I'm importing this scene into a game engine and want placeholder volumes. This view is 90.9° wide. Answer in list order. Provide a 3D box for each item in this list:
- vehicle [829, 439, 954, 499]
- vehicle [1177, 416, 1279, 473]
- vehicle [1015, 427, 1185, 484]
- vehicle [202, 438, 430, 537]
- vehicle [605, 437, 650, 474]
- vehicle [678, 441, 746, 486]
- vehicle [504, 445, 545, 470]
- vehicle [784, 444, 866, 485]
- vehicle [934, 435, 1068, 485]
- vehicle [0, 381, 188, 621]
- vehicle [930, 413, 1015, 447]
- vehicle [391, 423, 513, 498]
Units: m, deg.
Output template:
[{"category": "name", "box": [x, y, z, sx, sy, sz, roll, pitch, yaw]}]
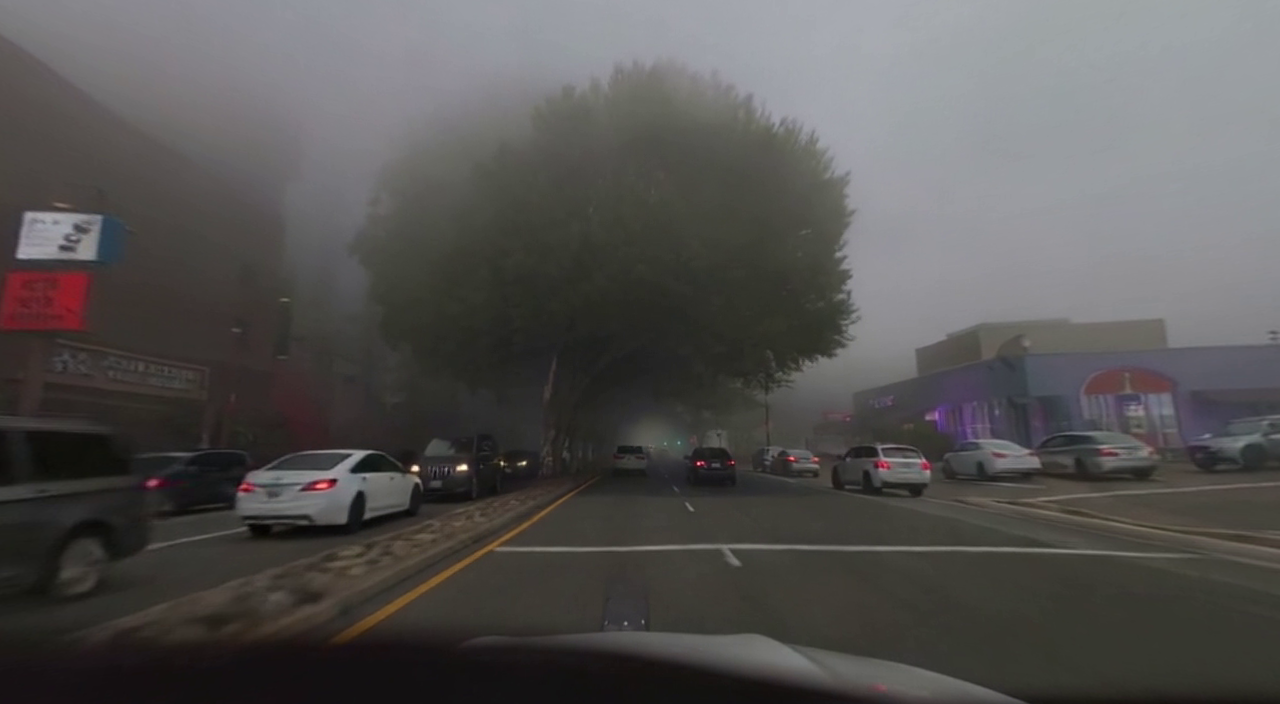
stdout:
[{"category": "vehicle", "box": [7.495, 3.513, 19.338, 1.914, 1.587, 4.548, 0, -8, 0]}, {"category": "vehicle", "box": [21.199, 3.082, 21.294, 1.967, 1.751, 4.275, -2, -8, -5]}, {"category": "vehicle", "box": [15.442, 3.504, 21.626, 2.007, 1.642, 5.001, -2, -8, -1]}, {"category": "vehicle", "box": [-5.711, 2.429, 11.939, 1.835, 1.476, 4.533, 1, -9, 1]}, {"category": "vehicle", "box": [-0.631, 5.628, 34.382, 2.301, 1.837, 4.411, 0, -9, 0]}, {"category": "vehicle", "box": [2.632, 4.189, 23.966, 2.046, 1.540, 3.883, 0, -9, -1]}, {"category": "vehicle", "box": [-8.391, 7.711, 46.125, 2.097, 1.707, 4.506, 0, -9, 1]}, {"category": "vehicle", "box": [7.284, 4.448, 25.344, 1.831, 1.475, 4.924, -1, -8, 1]}, {"category": "vehicle", "box": [12.312, 3.700, 21.919, 2.058, 1.493, 4.612, -2, -8, 3]}, {"category": "vehicle", "box": [-5.821, 1.041, 4.125, 2.242, 1.740, 4.659, -1, -8, 0]}, {"category": "vehicle", "box": [15.752, 3.804, 30.152, 1.793, 1.505, 4.557, -1, -9, 3]}, {"category": "vehicle", "box": [-5.580, 3.269, 19.563, 2.240, 1.945, 5.114, -1, -8, 0]}]
